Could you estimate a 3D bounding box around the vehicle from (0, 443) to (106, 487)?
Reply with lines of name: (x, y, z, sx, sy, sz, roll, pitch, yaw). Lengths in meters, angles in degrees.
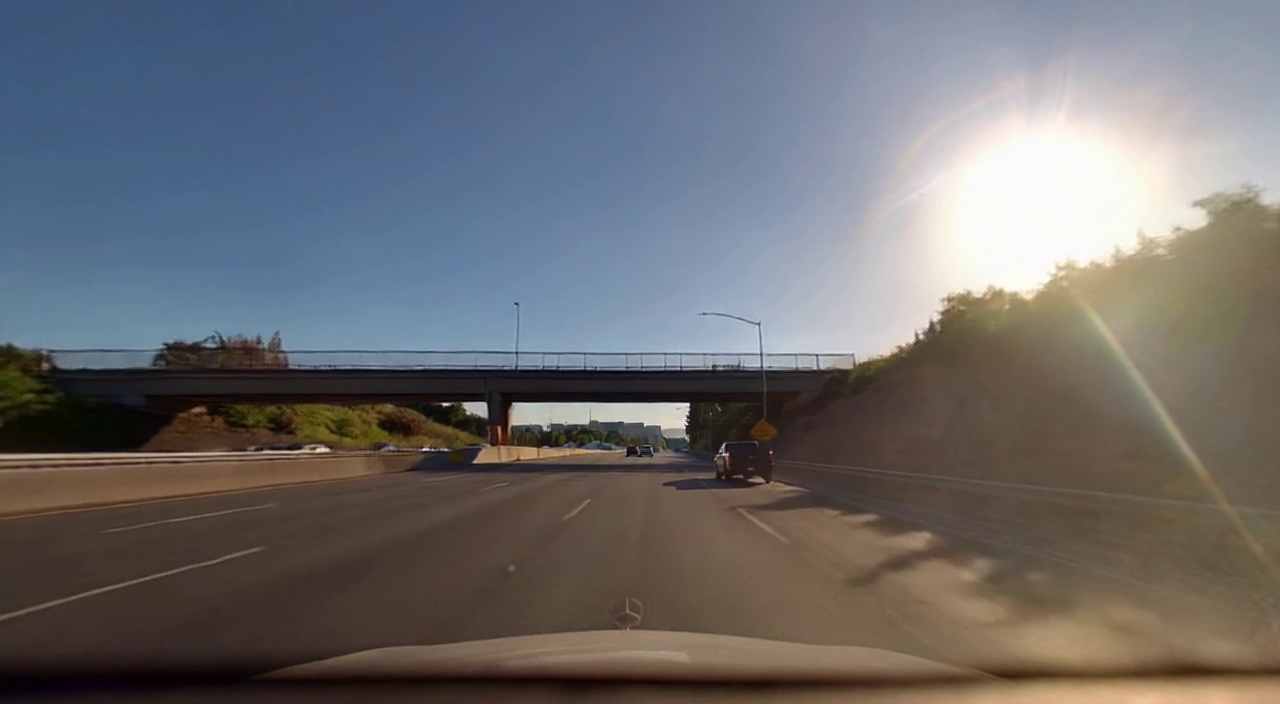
vehicle: (-21.061, 3.881, 22.002, 1.656, 1.407, 3.479, 0, -8, 2)

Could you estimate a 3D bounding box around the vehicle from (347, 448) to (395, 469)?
vehicle: (-19.730, 7.811, 46.378, 1.788, 1.380, 3.674, 0, -8, 3)

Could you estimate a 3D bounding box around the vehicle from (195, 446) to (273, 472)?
vehicle: (-23.748, 6.246, 37.061, 1.682, 1.398, 4.233, 0, -8, 1)

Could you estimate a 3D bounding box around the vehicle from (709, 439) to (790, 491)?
vehicle: (3.767, 3.966, 22.603, 2.010, 1.637, 4.940, 0, -8, 0)

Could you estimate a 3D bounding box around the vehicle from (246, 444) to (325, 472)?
vehicle: (-20.132, 6.019, 36.085, 1.871, 1.482, 4.368, 0, -8, 2)
